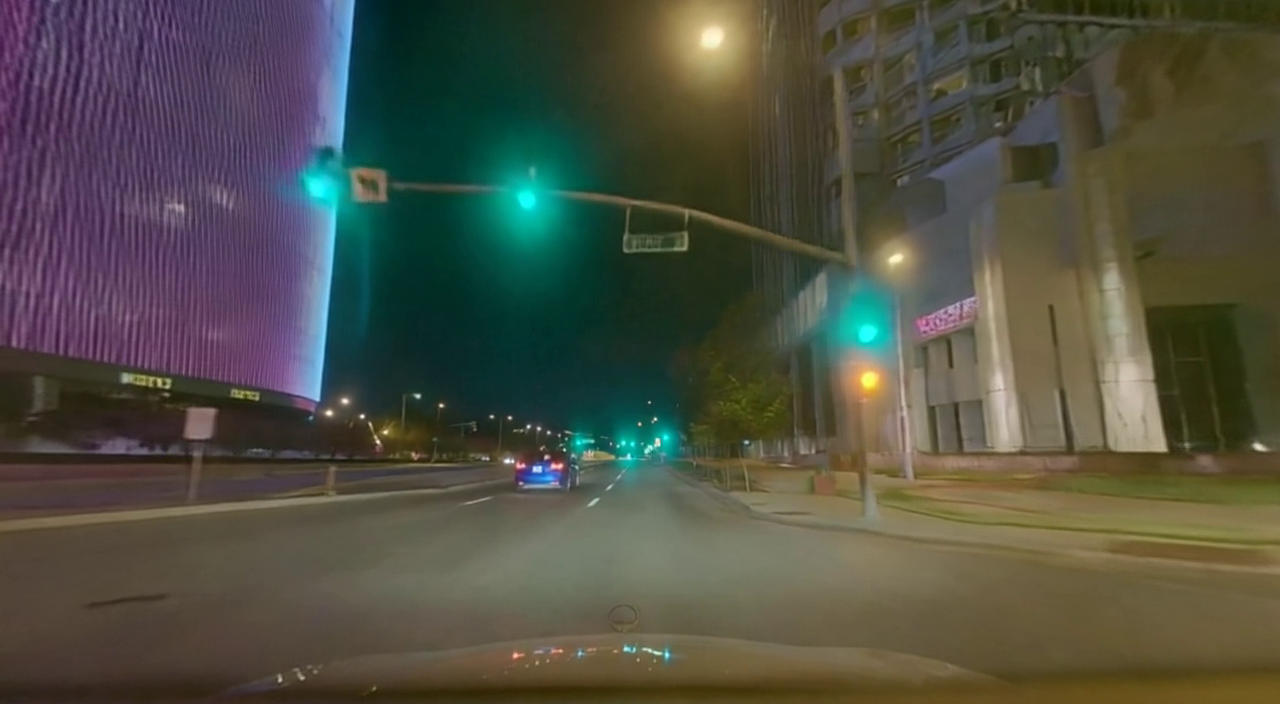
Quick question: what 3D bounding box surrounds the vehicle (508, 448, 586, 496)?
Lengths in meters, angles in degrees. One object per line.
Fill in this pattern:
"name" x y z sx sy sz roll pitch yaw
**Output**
"vehicle" -3.121 4.117 22.076 1.971 1.486 4.380 0 -9 1
